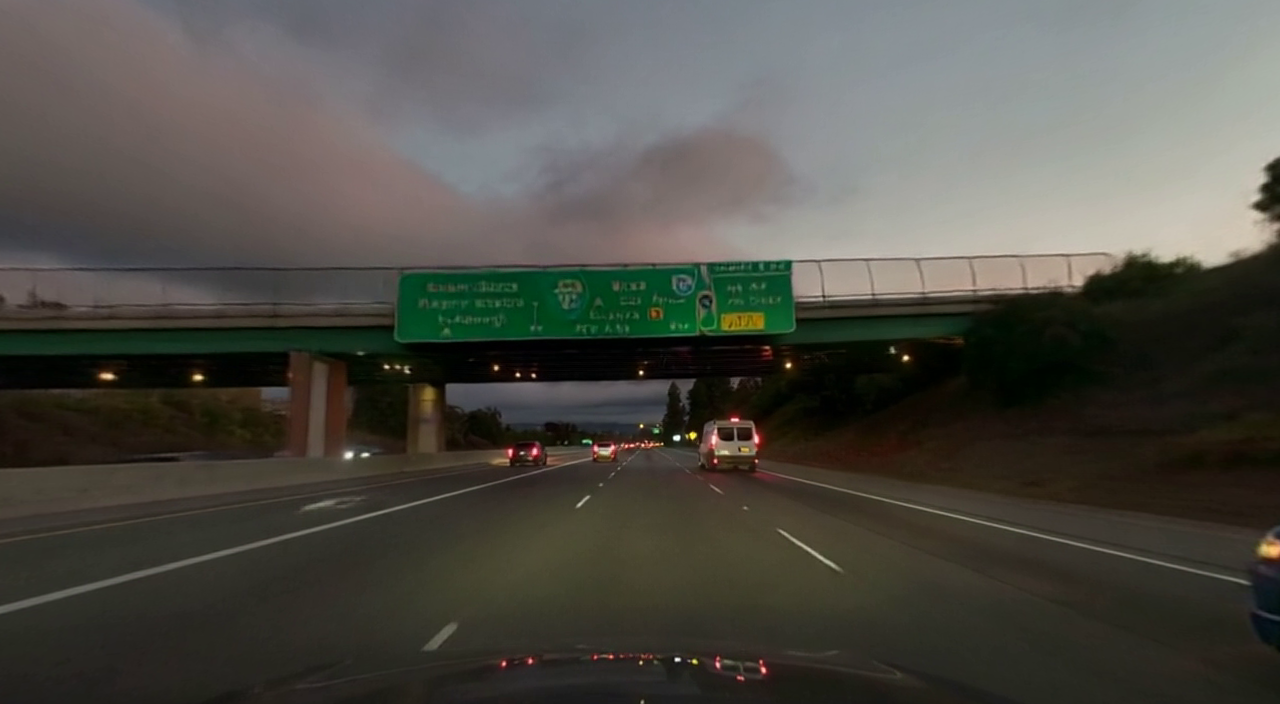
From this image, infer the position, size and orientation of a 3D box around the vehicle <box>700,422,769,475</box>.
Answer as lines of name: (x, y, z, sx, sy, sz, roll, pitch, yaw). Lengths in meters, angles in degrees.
vehicle: (4.256, 4.508, 29.518, 2.347, 2.234, 5.352, 0, -8, -1)

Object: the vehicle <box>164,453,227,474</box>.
vehicle: (-33.205, 8.337, 47.237, 1.754, 1.457, 4.045, 0, -8, 0)

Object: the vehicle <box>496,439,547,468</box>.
vehicle: (-7.025, 6.077, 37.846, 2.068, 1.632, 4.623, 0, -9, 1)
